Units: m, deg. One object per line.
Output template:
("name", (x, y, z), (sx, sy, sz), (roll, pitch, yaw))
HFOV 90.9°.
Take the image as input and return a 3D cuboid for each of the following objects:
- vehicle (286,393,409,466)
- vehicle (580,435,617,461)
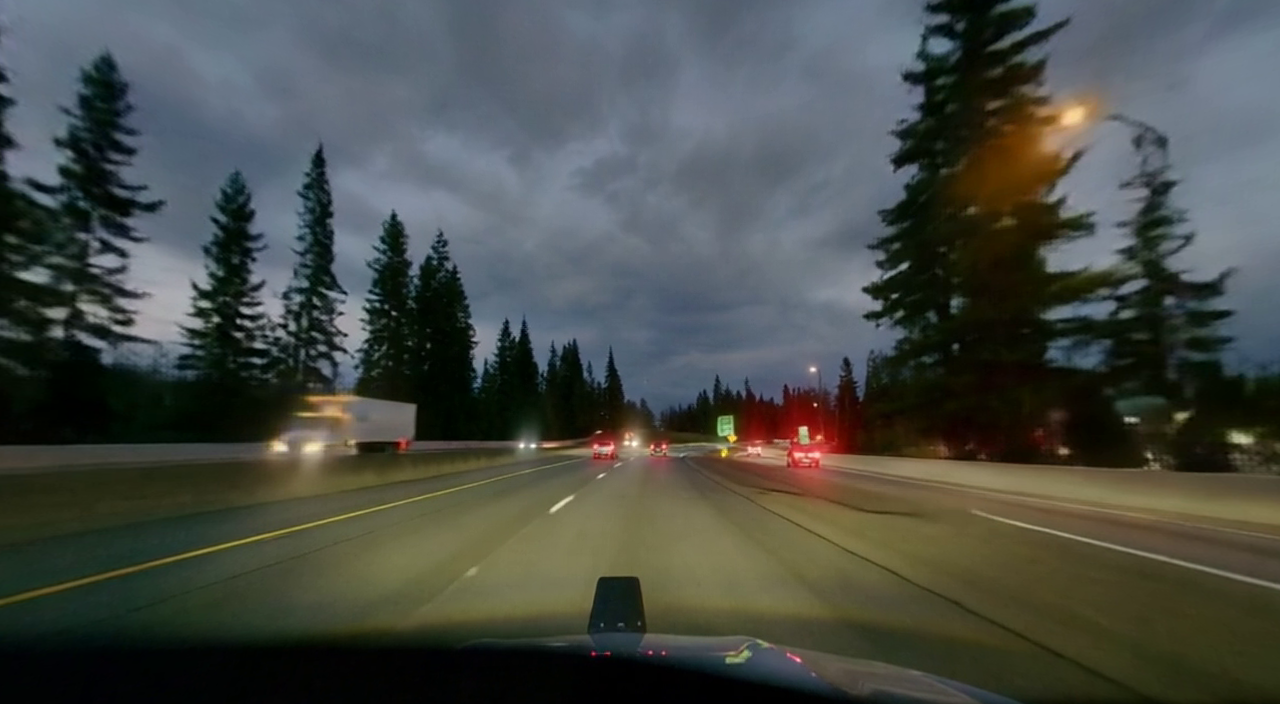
("vehicle", (-17.573, 4.839, 38.825), (2.951, 3.934, 8.914), (-1, -8, 2))
("vehicle", (-2.983, 6.972, 45.921), (2.129, 1.742, 4.217), (-1, -8, 4))
